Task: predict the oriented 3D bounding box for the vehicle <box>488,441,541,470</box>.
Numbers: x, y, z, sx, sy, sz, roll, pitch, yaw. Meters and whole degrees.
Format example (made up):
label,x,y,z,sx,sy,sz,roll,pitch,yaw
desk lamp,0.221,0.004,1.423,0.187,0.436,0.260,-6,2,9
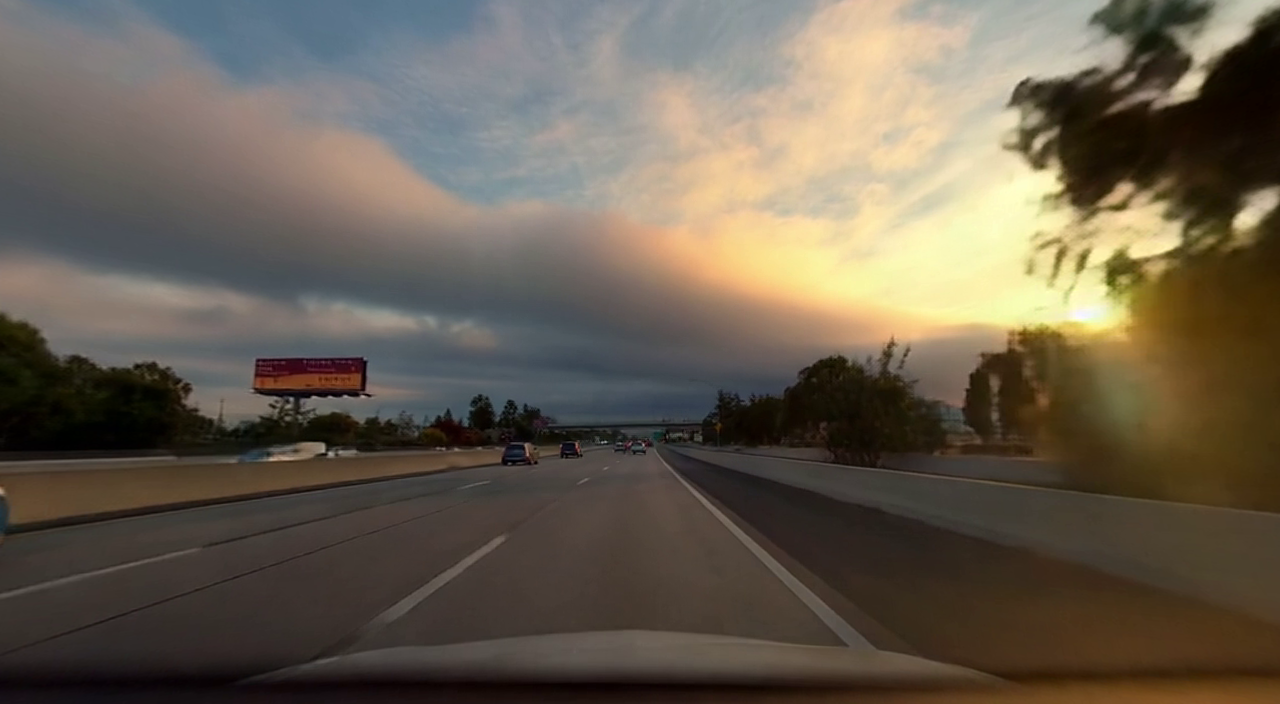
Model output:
label,x,y,z,sx,sy,sz,roll,pitch,yaw
vehicle,-7.078,5.904,36.024,2.008,1.520,4.731,0,-9,1
